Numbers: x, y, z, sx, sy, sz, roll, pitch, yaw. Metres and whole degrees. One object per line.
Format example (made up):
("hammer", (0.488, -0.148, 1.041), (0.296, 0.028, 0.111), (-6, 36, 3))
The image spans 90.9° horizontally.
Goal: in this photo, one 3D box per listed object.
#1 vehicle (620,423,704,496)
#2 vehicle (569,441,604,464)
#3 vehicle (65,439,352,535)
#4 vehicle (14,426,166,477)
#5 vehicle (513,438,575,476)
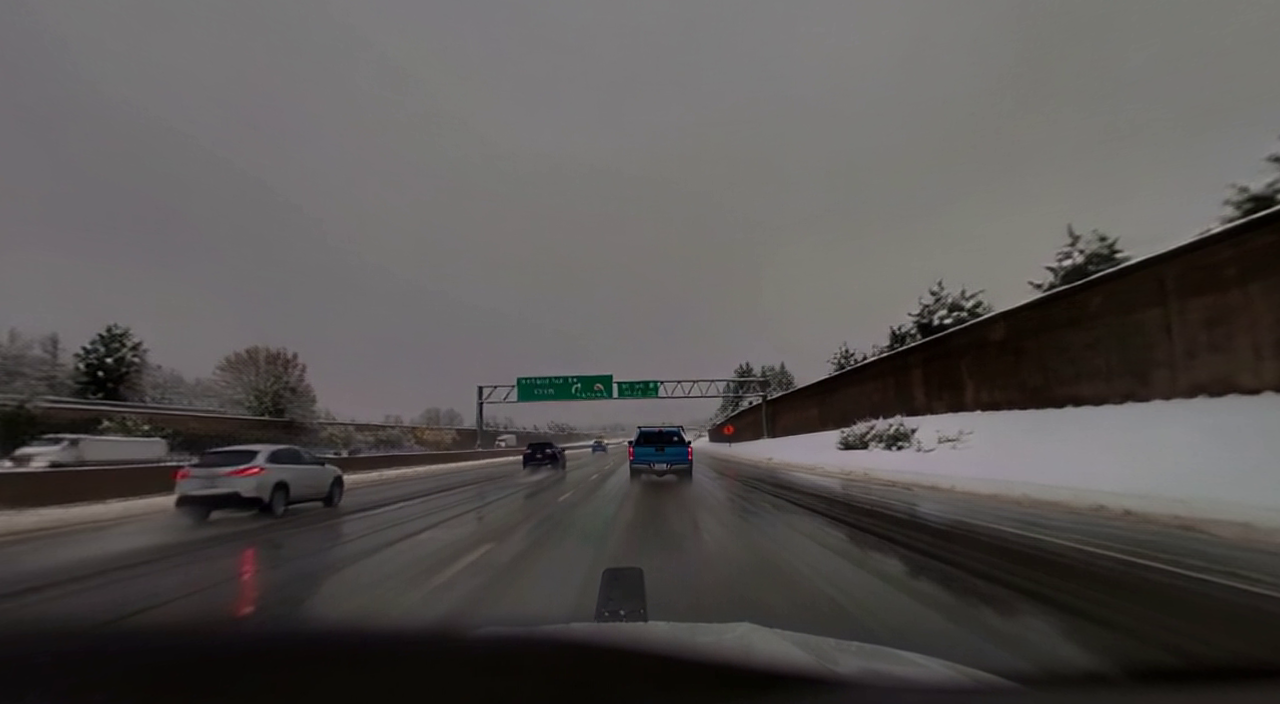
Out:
("vehicle", (0.543, 3.028, 18.091), (2.083, 1.792, 4.782), (0, -8, 0))
("vehicle", (-3.788, 7.174, 45.155), (2.061, 1.584, 4.290), (0, -8, 1))
("vehicle", (-7.756, 2.436, 12.137), (2.081, 1.463, 4.749), (0, -8, 1))
("vehicle", (-34.270, 6.234, 39.788), (2.699, 2.920, 7.178), (-1, -8, 4))
("vehicle", (-4.250, 4.749, 28.737), (1.961, 1.591, 4.756), (0, -8, 1))
